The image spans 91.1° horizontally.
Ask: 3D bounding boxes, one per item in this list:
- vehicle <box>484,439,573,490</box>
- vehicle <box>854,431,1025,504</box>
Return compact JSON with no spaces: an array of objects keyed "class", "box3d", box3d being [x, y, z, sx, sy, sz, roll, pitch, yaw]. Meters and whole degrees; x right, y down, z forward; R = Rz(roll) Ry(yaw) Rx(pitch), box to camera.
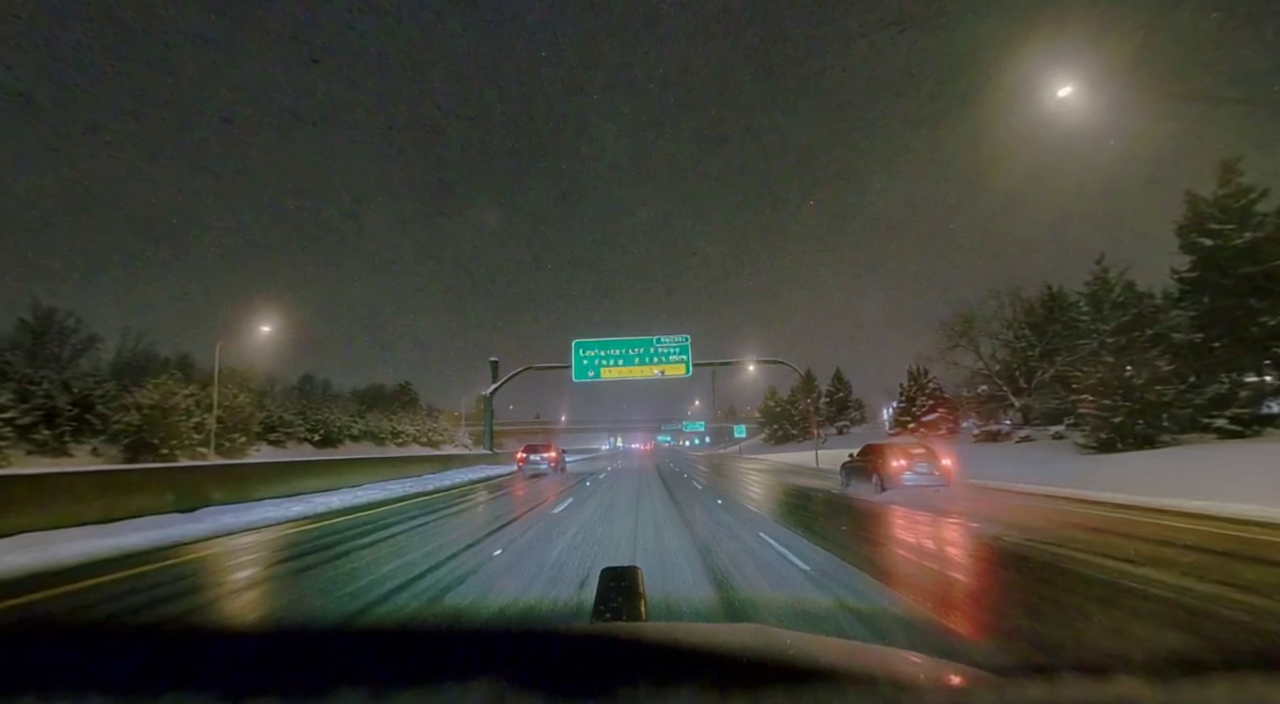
[{"class":"vehicle","box3d":[-3.653,3.792,21.528,2.055,1.533,4.604,0,-8,2]},{"class":"vehicle","box3d":[7.477,2.927,16.376,2.032,1.601,4.863,0,-8,0]}]
